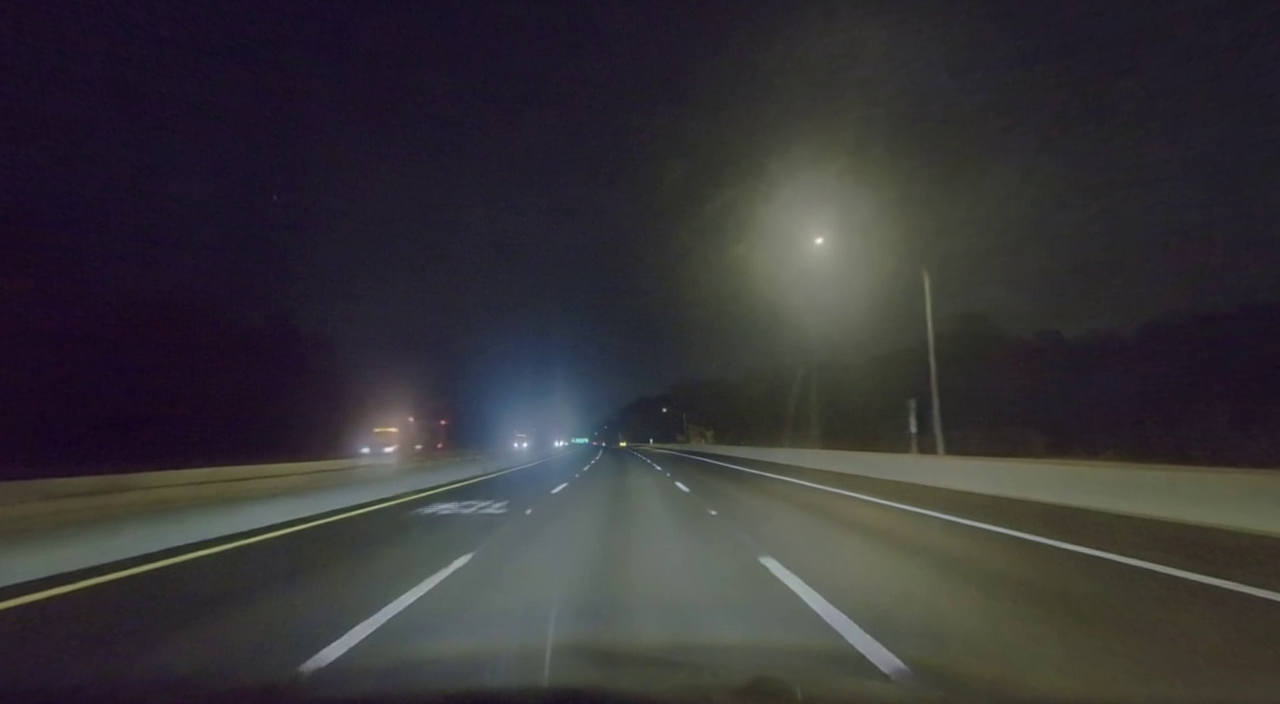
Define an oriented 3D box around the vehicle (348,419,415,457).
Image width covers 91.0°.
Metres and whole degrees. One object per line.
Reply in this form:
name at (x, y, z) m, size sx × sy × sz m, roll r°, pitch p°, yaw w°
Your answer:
vehicle at (-17.712, 5.968, 43.484) m, size 2.329 × 2.433 × 5.654 m, roll 0°, pitch -8°, yaw -1°
